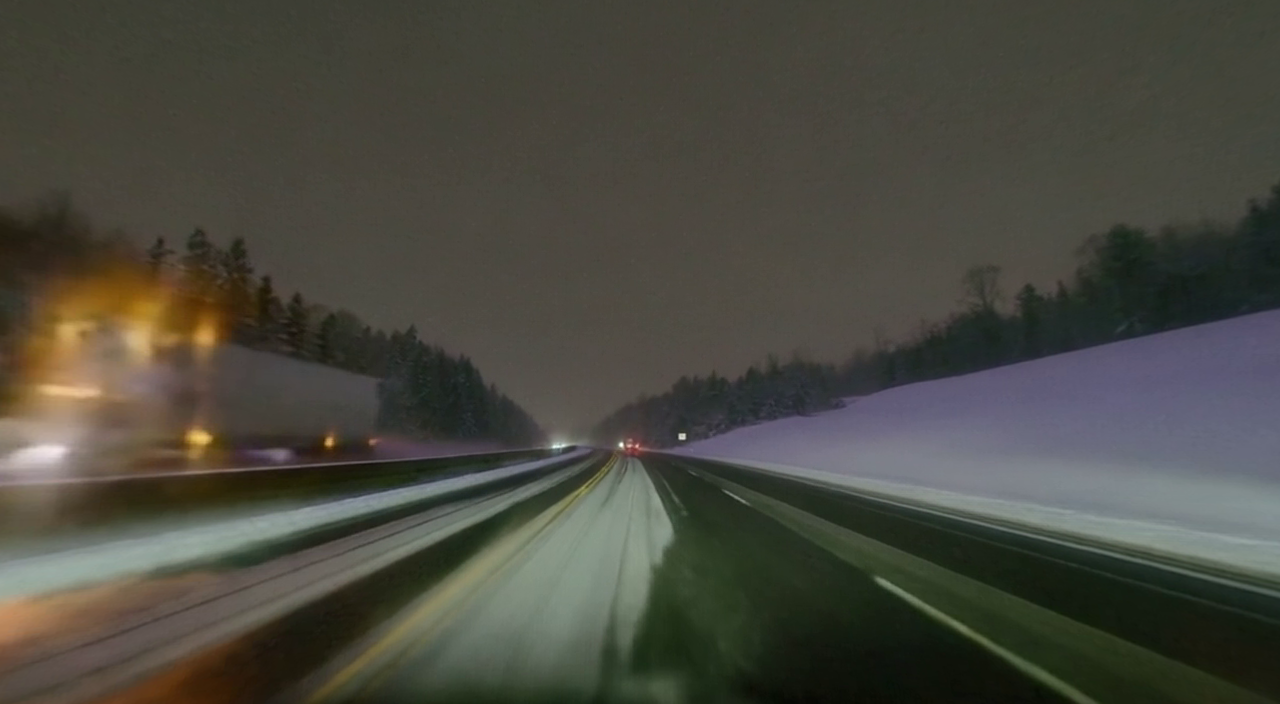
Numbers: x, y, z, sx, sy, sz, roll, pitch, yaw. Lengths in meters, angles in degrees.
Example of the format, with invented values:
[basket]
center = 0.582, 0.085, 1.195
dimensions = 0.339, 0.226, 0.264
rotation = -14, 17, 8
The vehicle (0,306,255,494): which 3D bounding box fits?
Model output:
[vehicle]
center = -14.395, 1.495, 17.454
dimensions = 3.338, 4.291, 6.206
rotation = 0, -8, -1
